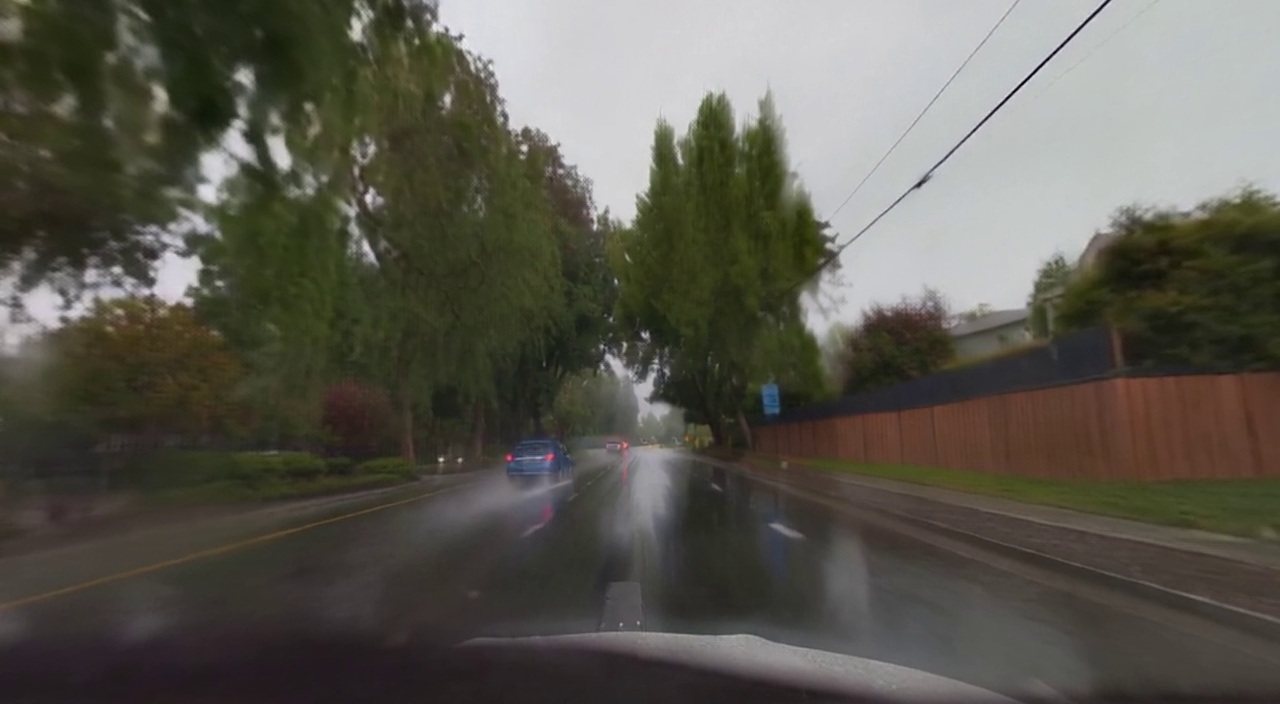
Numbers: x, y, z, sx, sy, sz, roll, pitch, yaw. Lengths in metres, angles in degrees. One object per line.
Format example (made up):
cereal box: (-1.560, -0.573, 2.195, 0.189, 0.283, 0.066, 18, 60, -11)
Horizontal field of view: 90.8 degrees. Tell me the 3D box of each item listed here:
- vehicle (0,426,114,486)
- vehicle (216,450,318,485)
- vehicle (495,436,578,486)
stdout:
vehicle: (-34.396, 5.795, 34.959, 2.817, 3.013, 8.966, -5, -9, 1)
vehicle: (-20.749, 6.426, 35.508, 2.243, 1.703, 5.669, 0, -8, 1)
vehicle: (-3.226, 3.484, 20.480, 1.870, 1.431, 4.317, 0, -8, 1)
